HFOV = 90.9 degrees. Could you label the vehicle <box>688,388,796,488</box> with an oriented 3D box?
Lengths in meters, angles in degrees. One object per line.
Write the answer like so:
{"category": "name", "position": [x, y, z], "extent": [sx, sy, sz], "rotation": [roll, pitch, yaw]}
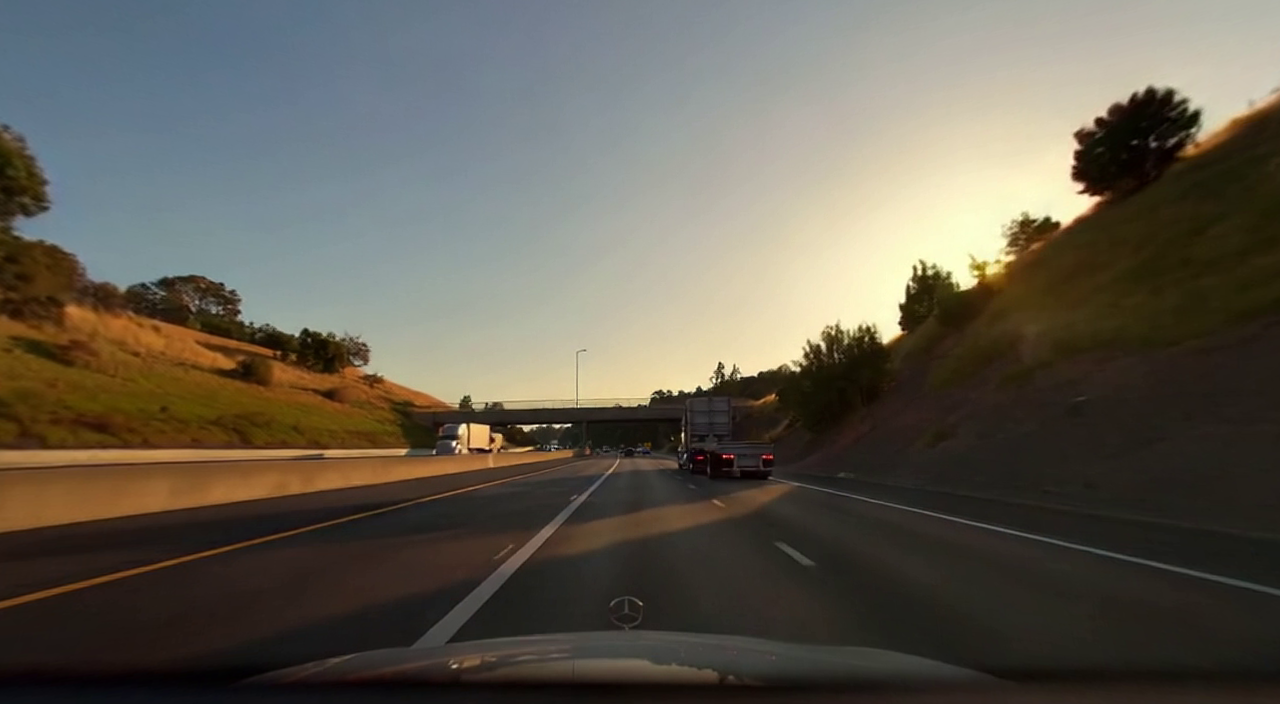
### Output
{"category": "vehicle", "position": [4.125, 4.008, 28.653], "extent": [2.876, 3.586, 11.726], "rotation": [0, -9, 0]}
